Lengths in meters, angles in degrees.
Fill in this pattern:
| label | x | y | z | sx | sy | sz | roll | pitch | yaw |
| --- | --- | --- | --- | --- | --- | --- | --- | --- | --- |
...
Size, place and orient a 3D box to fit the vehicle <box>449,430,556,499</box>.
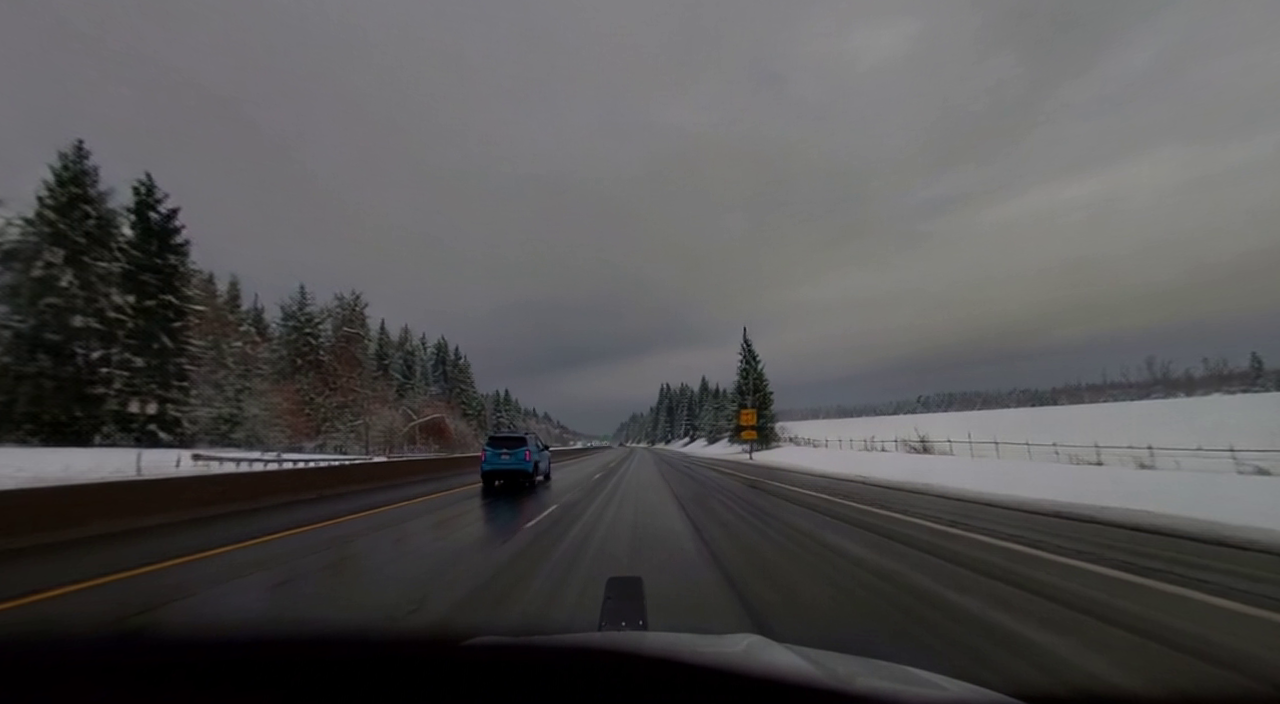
| label | x | y | z | sx | sy | sz | roll | pitch | yaw |
| --- | --- | --- | --- | --- | --- | --- | --- | --- | --- |
| vehicle | -3.848 | 3.221 | 18.531 | 2.084 | 1.752 | 4.479 | 0 | -8 | 1 |
